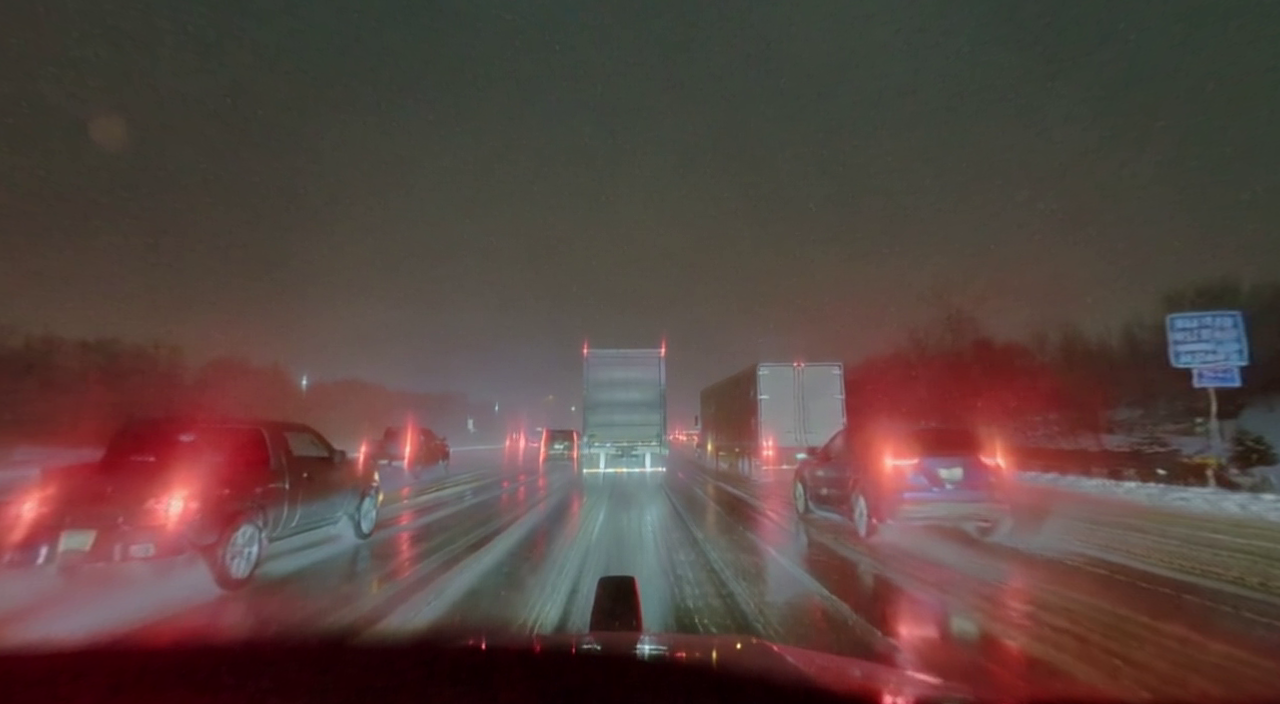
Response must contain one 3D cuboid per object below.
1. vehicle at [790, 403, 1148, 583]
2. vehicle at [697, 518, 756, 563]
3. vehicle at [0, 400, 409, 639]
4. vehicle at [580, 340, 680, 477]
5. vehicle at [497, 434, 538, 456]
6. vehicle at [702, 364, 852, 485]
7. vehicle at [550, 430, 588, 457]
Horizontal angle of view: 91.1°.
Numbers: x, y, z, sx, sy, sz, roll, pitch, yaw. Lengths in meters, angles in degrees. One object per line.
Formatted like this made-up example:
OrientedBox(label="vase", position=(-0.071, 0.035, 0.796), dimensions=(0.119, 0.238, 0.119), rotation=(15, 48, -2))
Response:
OrientedBox(label="vehicle", position=(3.313, 1.479, 7.461), dimensions=(1.976, 1.513, 4.065), rotation=(0, -8, -1))
OrientedBox(label="vehicle", position=(4.798, 10.495, 35.181), dimensions=(2.835, 2.000, 2.696), rotation=(0, -7, -2))
OrientedBox(label="vehicle", position=(-3.846, 1.313, 5.929), dimensions=(1.882, 1.493, 3.828), rotation=(0, -8, 0))
OrientedBox(label="vehicle", position=(-0.437, 2.315, 23.595), dimensions=(2.938, 4.033, 9.980), rotation=(0, -8, -2))
OrientedBox(label="vehicle", position=(-8.545, 6.519, 44.291), dimensions=(2.019, 1.471, 4.347), rotation=(0, -8, 0))
OrientedBox(label="vehicle", position=(5.149, 3.358, 27.578), dimensions=(2.863, 3.936, 14.058), rotation=(0, -8, -3))
OrientedBox(label="vehicle", position=(-4.536, 5.937, 40.860), dimensions=(1.986, 1.612, 4.155), rotation=(0, -8, 0))
